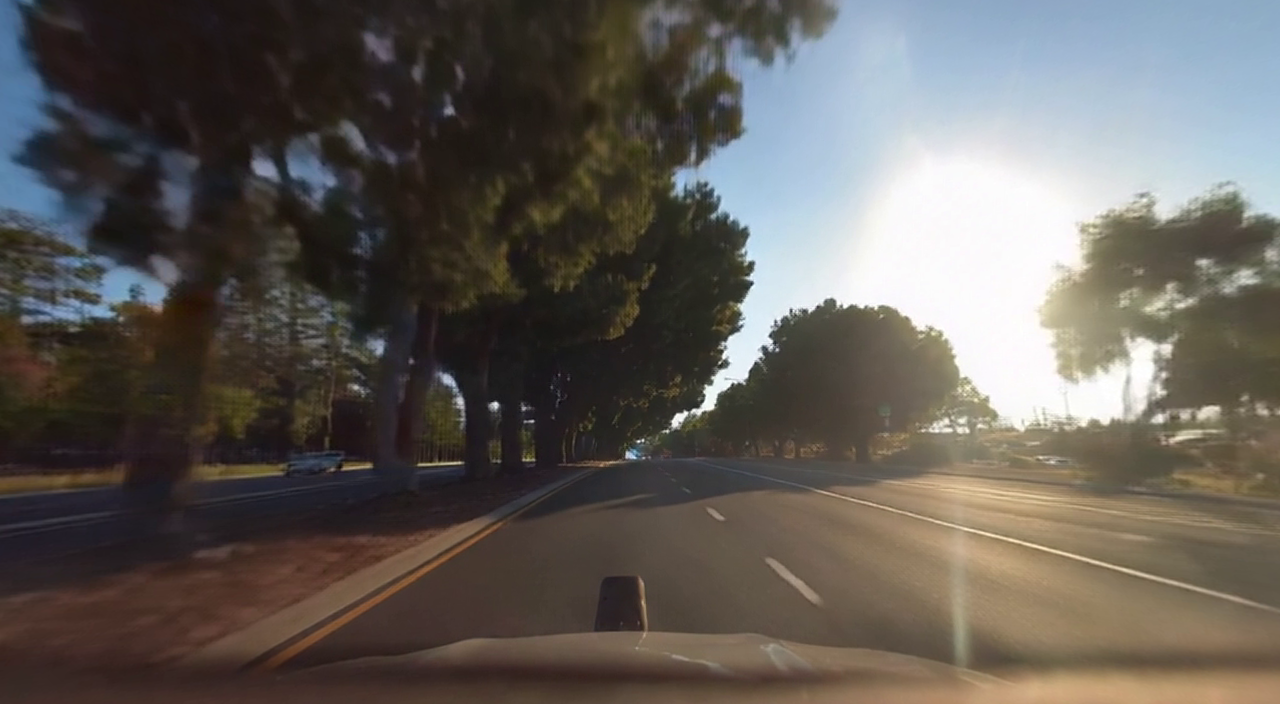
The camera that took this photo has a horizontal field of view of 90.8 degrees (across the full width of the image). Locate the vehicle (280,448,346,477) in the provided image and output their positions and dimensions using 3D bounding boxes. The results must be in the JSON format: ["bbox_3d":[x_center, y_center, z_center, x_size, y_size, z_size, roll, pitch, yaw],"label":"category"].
[{"bbox_3d":[-19.849,6.683,38.515,1.896,1.623,4.124,0,-8,-2],"label":"vehicle"}]
